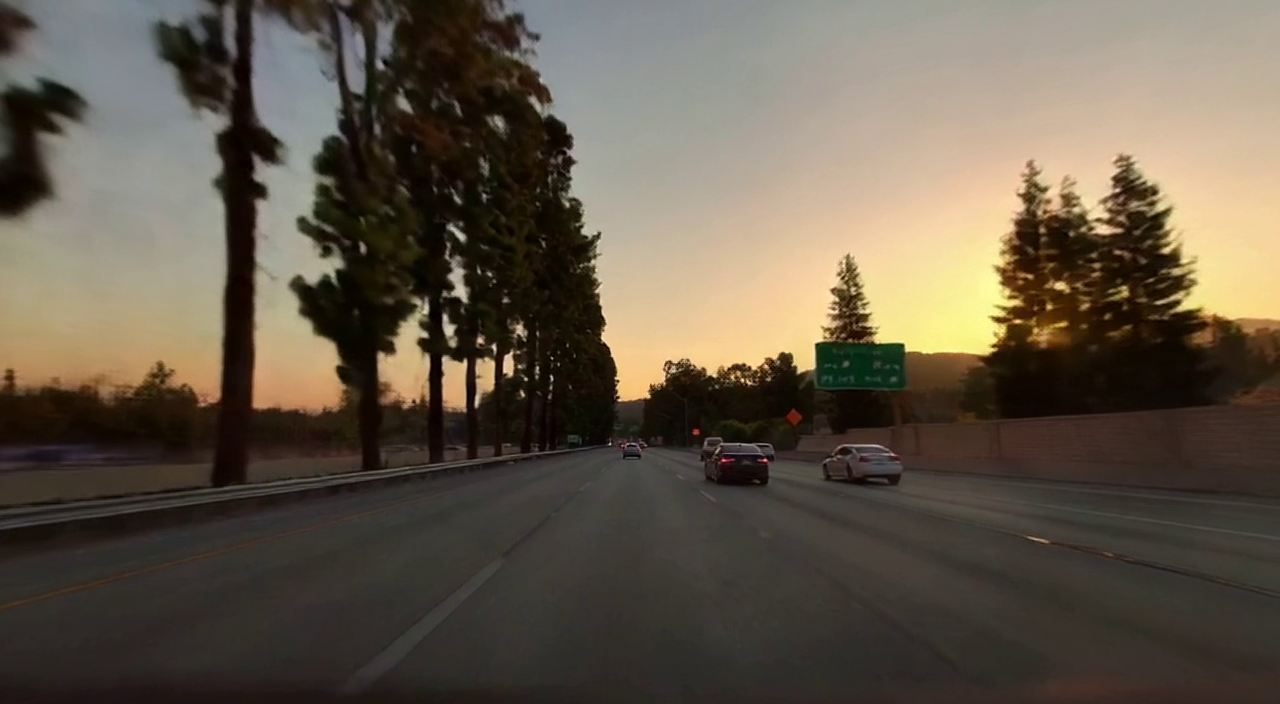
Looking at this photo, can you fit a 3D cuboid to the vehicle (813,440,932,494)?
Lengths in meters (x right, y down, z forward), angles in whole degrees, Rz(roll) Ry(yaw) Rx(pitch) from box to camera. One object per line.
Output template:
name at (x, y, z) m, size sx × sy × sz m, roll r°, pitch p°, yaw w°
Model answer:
vehicle at (7.112, 3.559, 19.925) m, size 1.946 × 1.497 × 4.467 m, roll 0°, pitch -9°, yaw -1°

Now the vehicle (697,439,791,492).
vehicle at (3.148, 3.557, 20.139) m, size 2.076 × 1.472 × 4.562 m, roll 0°, pitch -9°, yaw -2°
